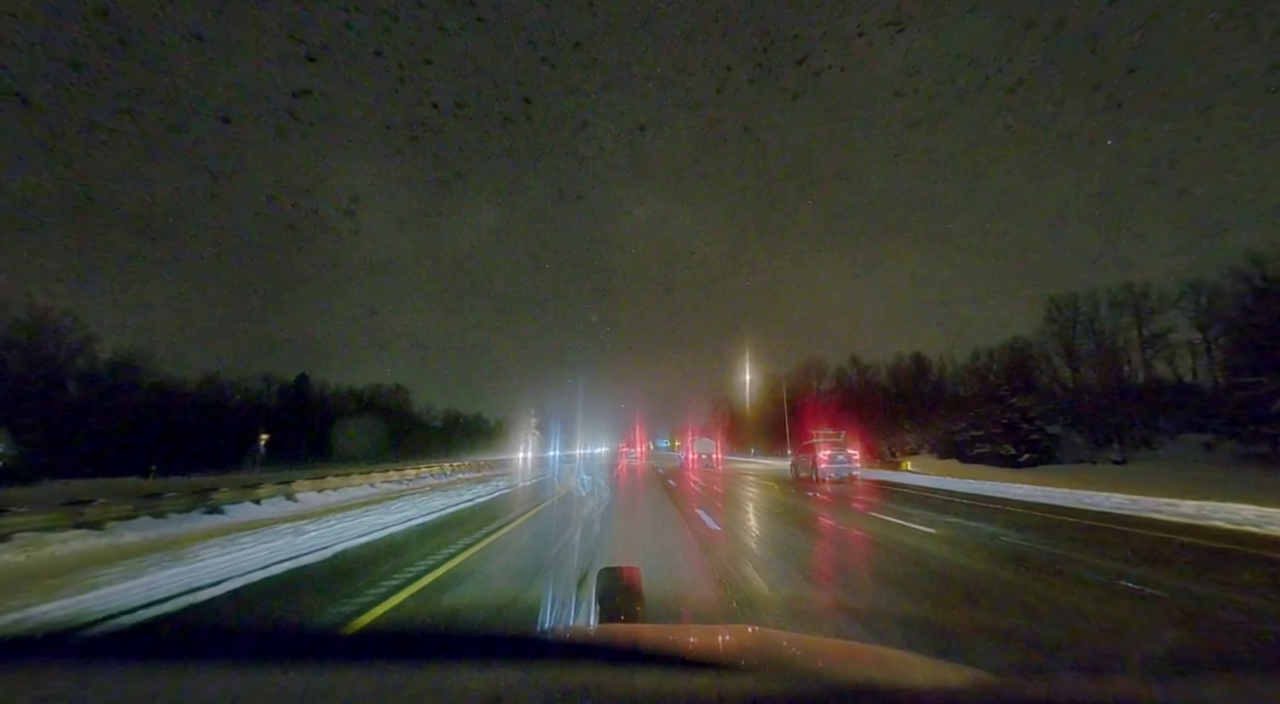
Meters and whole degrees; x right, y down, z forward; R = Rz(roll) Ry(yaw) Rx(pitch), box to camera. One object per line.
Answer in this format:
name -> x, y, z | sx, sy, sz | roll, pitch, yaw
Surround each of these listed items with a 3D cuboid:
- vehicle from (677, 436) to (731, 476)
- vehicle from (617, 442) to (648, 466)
vehicle -> 3.190, 5.326, 32.426 | 2.269, 1.839, 4.554 | 0, -9, -1
vehicle -> -0.514, 7.496, 46.250 | 2.142, 1.664, 4.076 | 0, -9, 0
